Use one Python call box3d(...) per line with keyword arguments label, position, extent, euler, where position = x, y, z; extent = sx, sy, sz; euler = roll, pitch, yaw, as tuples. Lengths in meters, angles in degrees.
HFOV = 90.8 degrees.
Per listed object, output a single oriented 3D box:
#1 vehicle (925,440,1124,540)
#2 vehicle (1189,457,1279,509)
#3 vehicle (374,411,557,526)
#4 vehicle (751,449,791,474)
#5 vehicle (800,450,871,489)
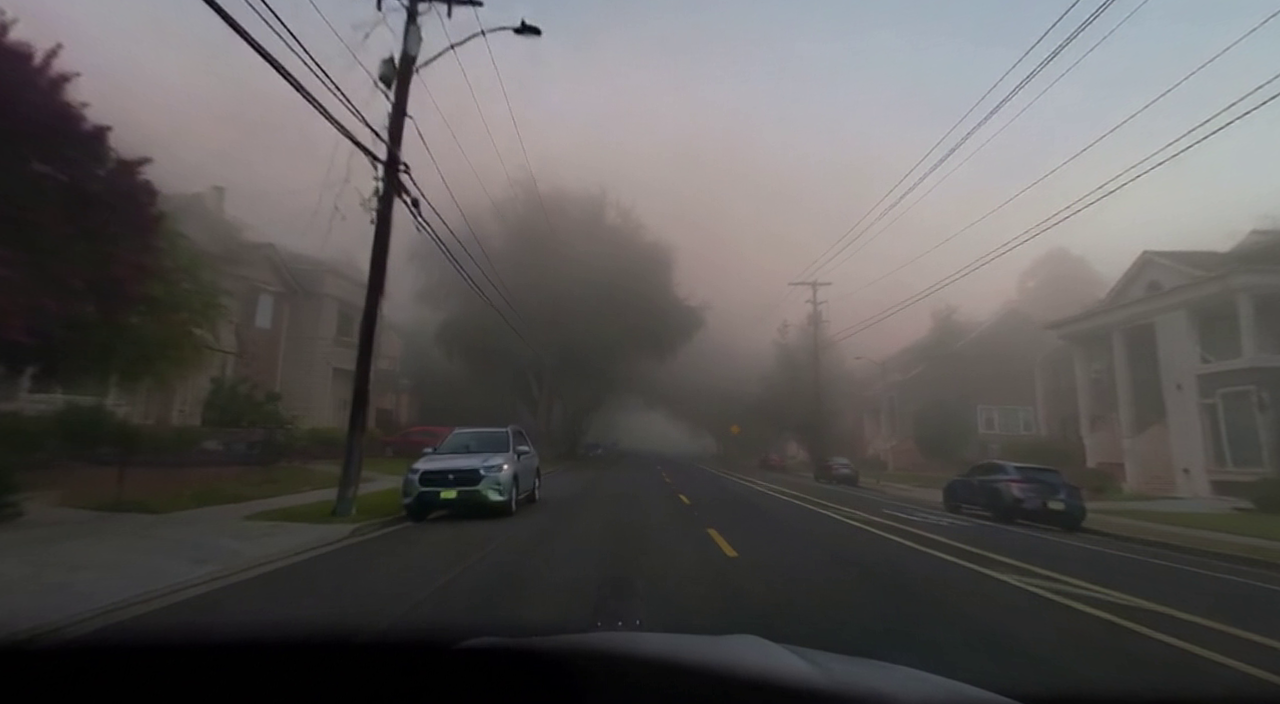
box3d(label="vehicle", position=(9.595, 3.390, 16.325), extent=(2.156, 1.882, 4.790), euler=(8, -8, 1))
box3d(label="vehicle", position=(22.313, 4.537, 22.110), extent=(4.172, 1.630, 2.112), euler=(0, -9, -2))
box3d(label="vehicle", position=(-3.303, 2.375, 13.489), extent=(2.290, 1.924, 5.536), euler=(0, -8, 0))
box3d(label="vehicle", position=(9.490, 7.966, 46.045), extent=(1.930, 1.456, 4.511), euler=(8, -8, 2))
box3d(label="vehicle", position=(9.613, 5.787, 31.495), extent=(1.977, 1.495, 4.800), euler=(8, -8, 1))
